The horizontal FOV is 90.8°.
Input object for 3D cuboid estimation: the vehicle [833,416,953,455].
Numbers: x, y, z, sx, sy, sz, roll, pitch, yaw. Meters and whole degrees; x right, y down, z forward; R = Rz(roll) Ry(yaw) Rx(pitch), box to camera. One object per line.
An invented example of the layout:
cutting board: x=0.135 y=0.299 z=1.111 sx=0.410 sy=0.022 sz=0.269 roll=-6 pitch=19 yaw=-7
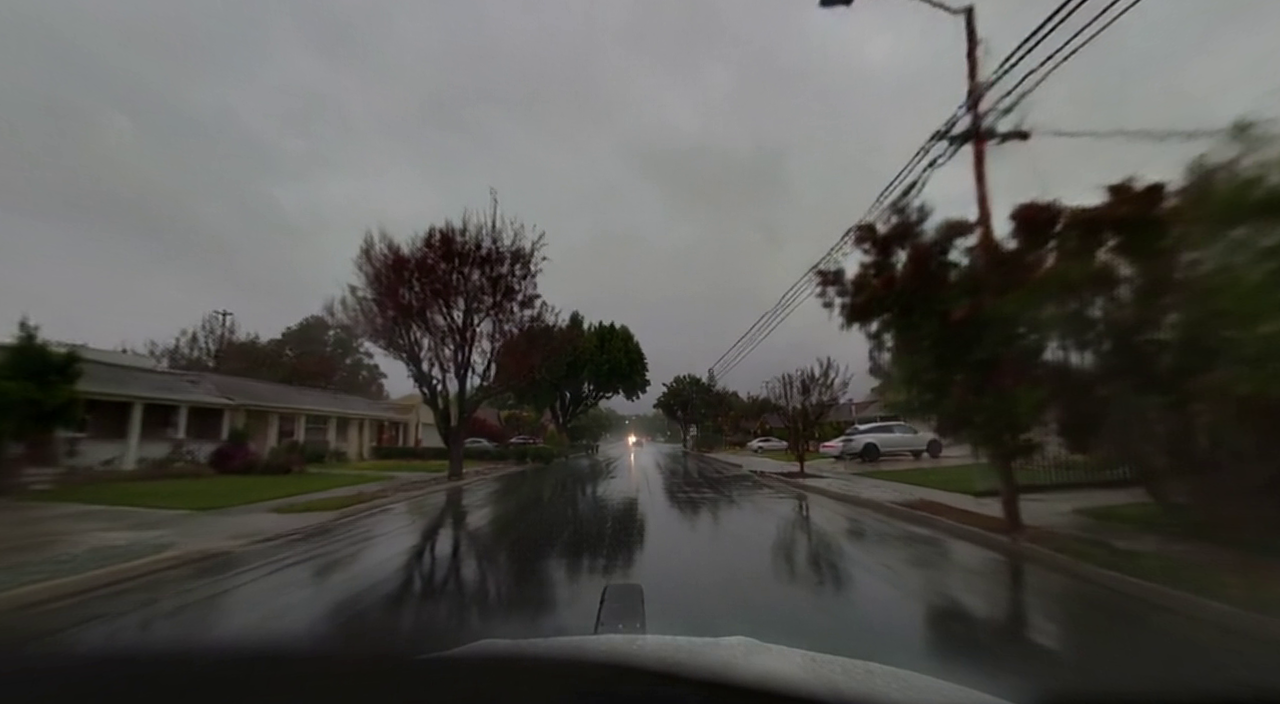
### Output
vehicle: x=12.813 y=4.260 z=32.296 sx=5.049 sy=1.845 sz=2.327 roll=-1 pitch=-8 yaw=0
